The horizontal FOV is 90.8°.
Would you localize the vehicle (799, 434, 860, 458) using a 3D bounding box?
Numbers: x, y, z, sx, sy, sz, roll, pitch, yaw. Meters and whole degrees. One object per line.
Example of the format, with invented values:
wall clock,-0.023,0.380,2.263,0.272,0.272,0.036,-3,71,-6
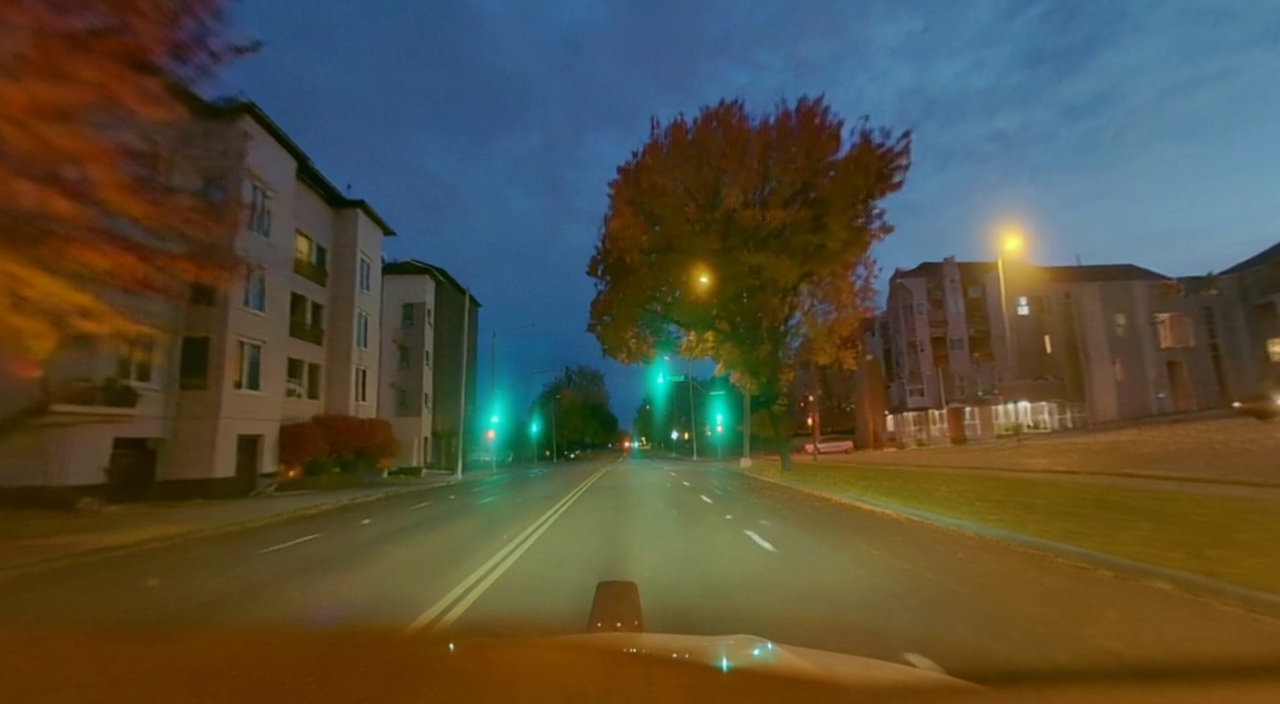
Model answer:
vehicle,14.497,7.208,48.313,4.365,1.702,1.897,-3,-9,18
